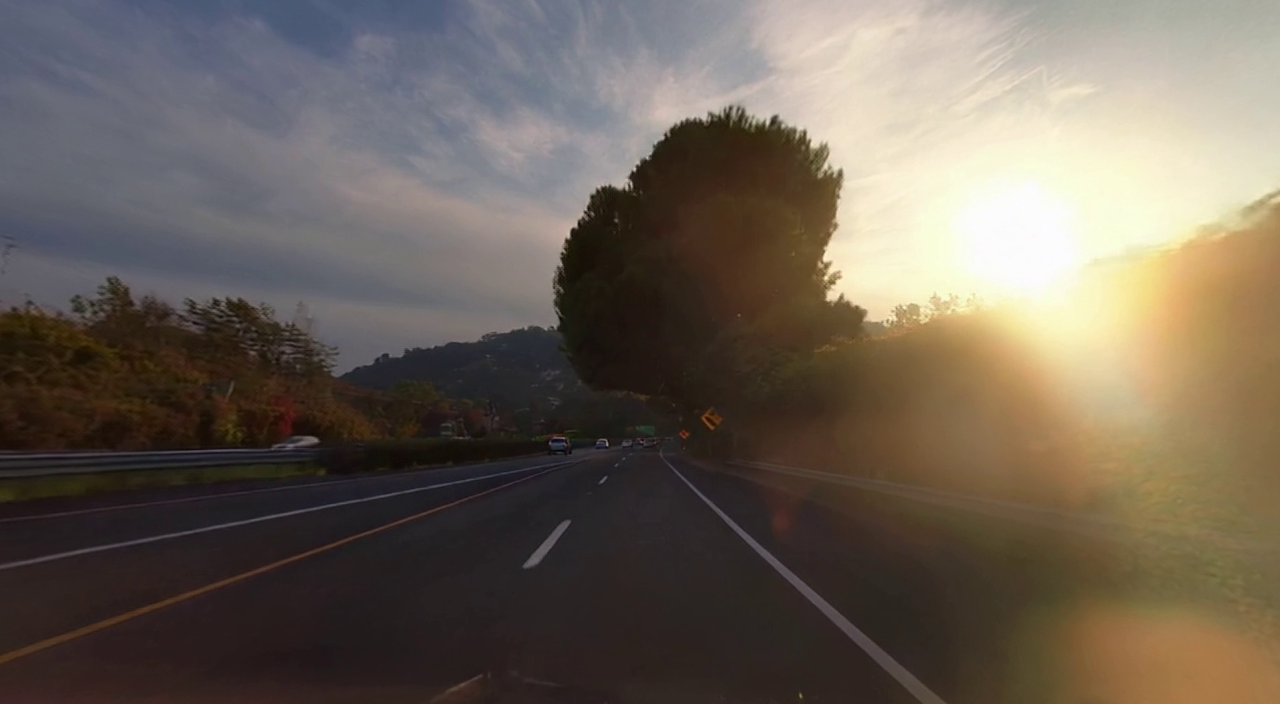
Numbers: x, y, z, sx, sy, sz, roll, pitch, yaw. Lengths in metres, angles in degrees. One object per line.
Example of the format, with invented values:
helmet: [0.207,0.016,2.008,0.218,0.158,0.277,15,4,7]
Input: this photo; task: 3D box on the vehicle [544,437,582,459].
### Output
vehicle: [-5.667,7.106,46.852,2.141,1.612,3.998,-1,-8,4]
